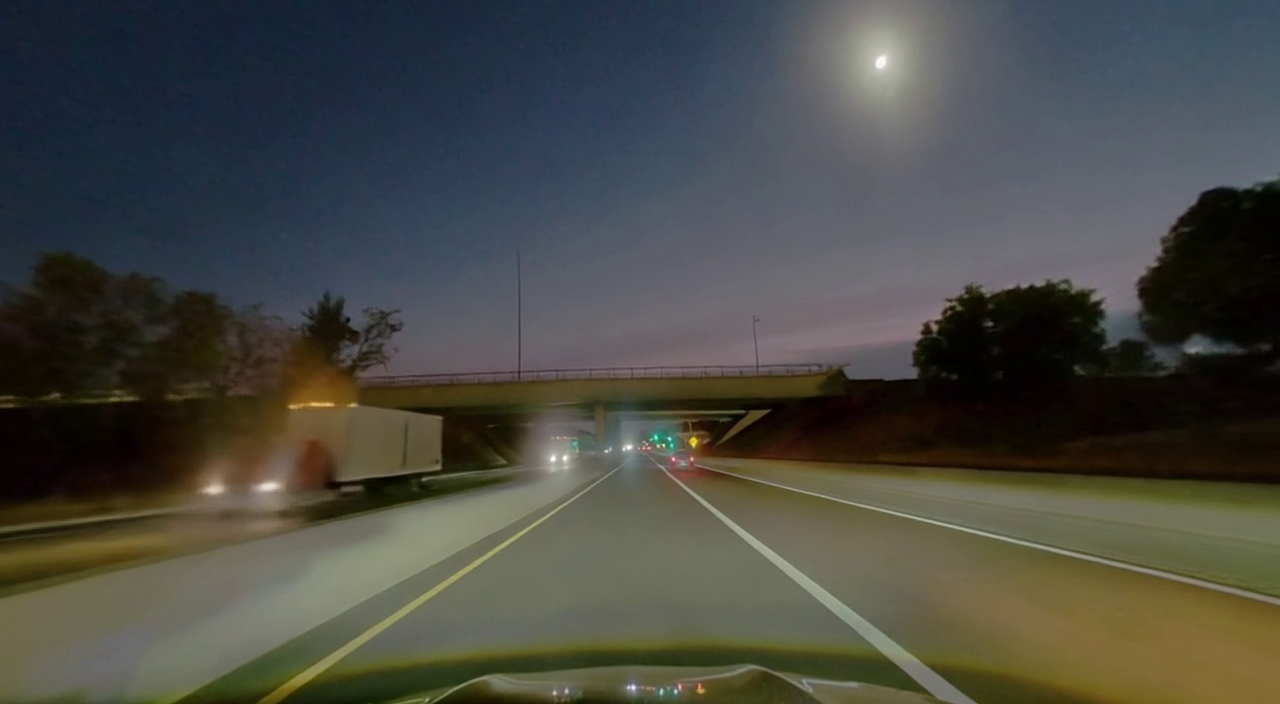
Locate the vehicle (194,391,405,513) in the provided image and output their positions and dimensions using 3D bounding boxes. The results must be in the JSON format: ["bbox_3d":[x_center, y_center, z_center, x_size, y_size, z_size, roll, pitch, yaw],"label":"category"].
[{"bbox_3d":[-13.121,4.064,25.892,2.990,4.009,9.971,0,-9,0],"label":"vehicle"}]
